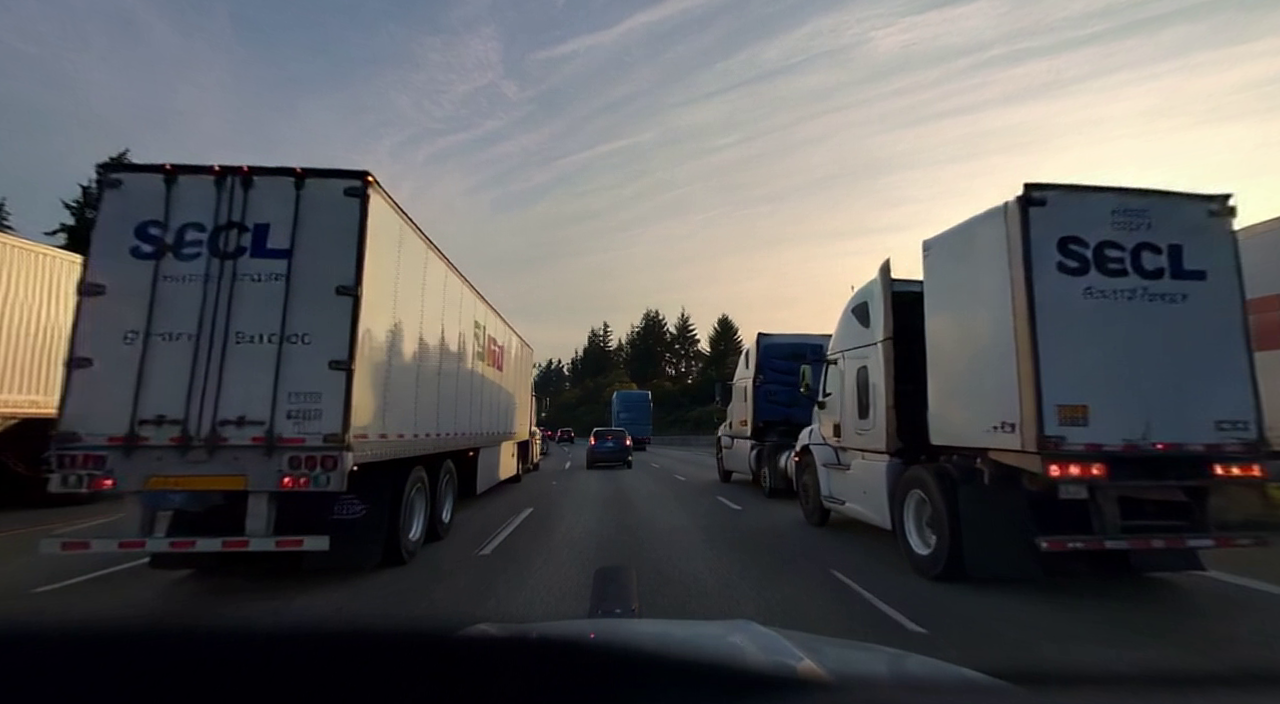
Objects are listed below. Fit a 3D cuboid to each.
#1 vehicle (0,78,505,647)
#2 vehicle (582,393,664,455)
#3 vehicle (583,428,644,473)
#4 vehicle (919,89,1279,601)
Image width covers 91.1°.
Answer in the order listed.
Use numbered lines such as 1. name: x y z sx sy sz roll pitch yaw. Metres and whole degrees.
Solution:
1. vehicle: -3.965 0.545 8.540 2.822 3.788 8.799 0 -8 -4
2. vehicle: -1.732 5.707 48.821 2.899 4.112 13.912 2 -8 -16
3. vehicle: -1.106 3.736 24.112 2.060 1.540 4.374 1 -8 -6
4. vehicle: 7.807 -0.435 2.448 2.820 4.084 13.786 3 -8 -24
